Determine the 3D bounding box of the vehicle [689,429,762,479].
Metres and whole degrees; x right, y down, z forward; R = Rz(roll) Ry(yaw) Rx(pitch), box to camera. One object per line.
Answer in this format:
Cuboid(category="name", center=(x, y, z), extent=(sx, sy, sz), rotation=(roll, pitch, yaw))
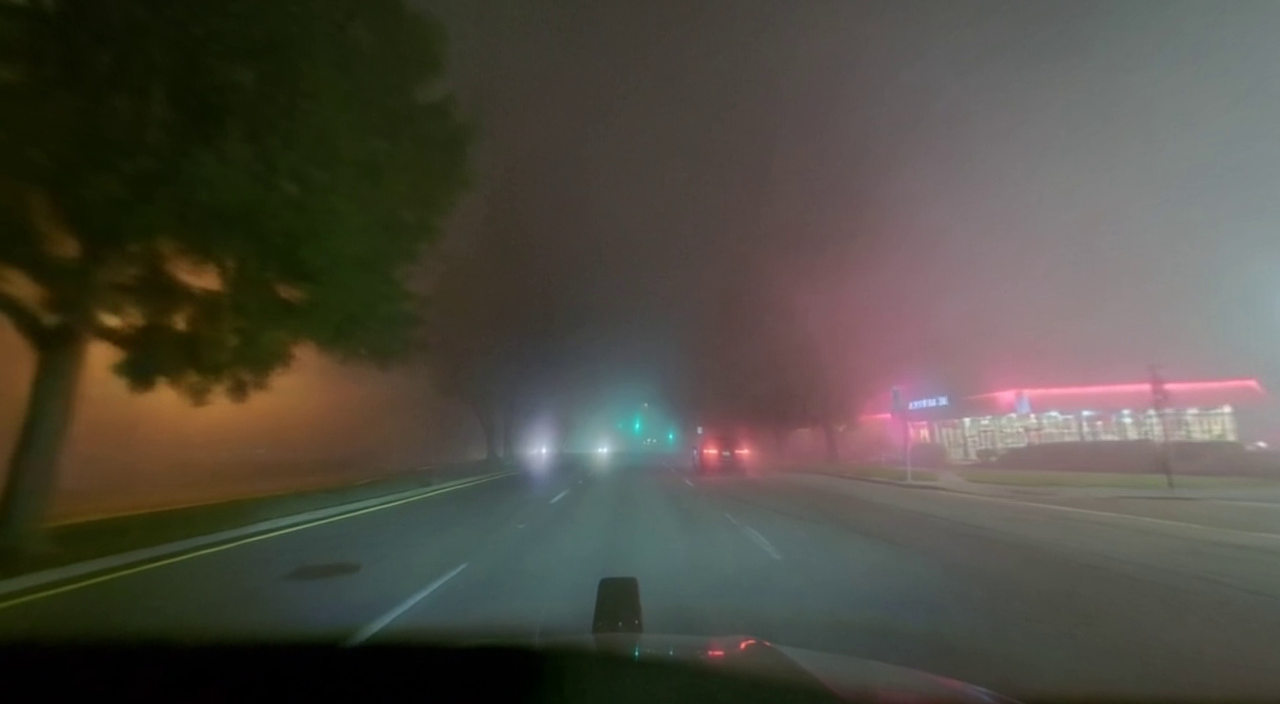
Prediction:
Cuboid(category="vehicle", center=(3.190, 3.901, 24.356), extent=(2.083, 1.743, 4.354), rotation=(0, -8, -2))
